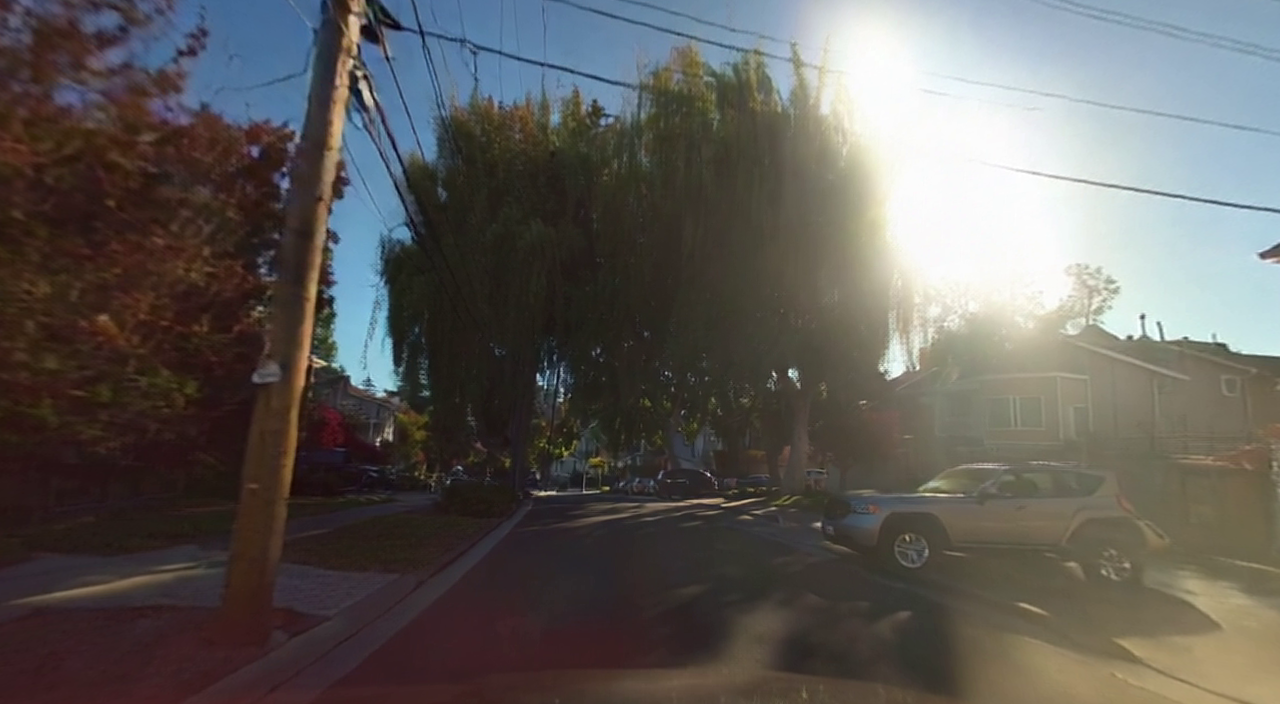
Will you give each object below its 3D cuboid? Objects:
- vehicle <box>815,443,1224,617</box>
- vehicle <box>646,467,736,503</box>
[{"bbox_3d":[5.082,2.389,8.992,4.501,1.678,2.078,6,-9,0],"label":"vehicle"},{"bbox_3d":[2.638,7.023,33.478,4.413,1.728,1.869,1,-9,-9],"label":"vehicle"}]
